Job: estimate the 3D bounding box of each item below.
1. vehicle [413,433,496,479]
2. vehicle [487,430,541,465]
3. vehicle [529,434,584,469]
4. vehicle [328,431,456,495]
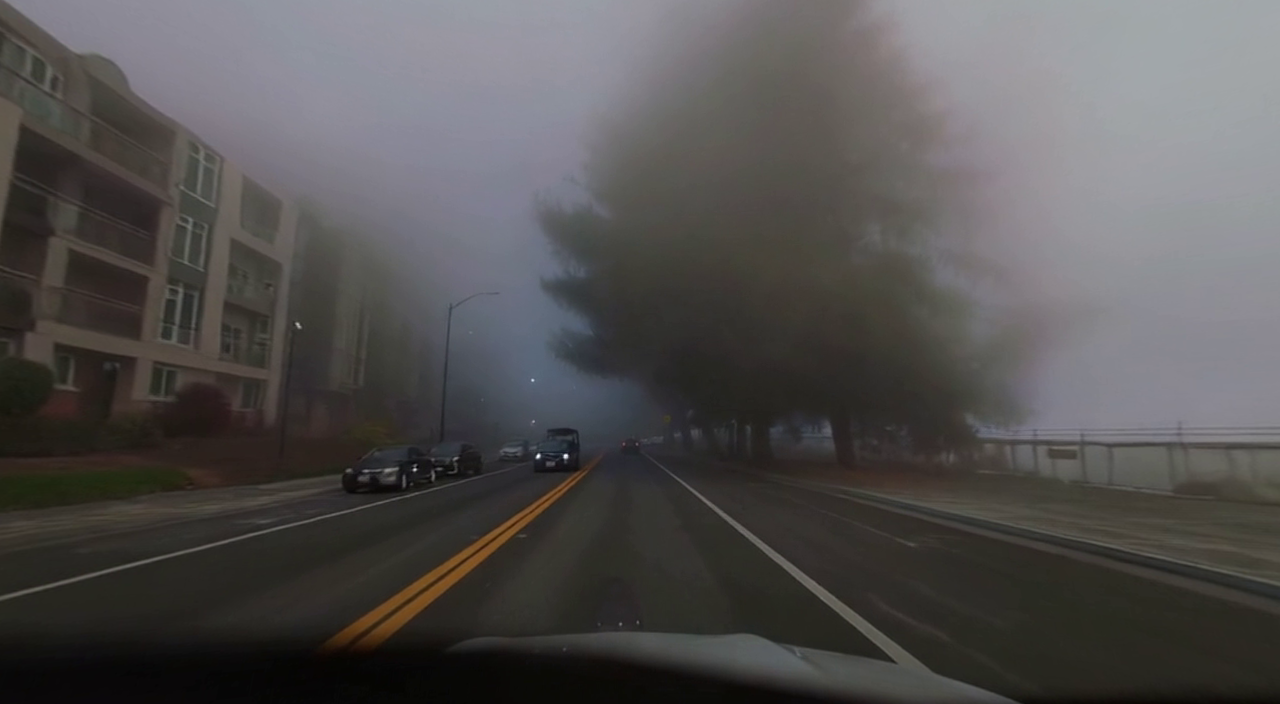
[{"bbox_3d":[-7.129,4.050,24.790,1.878,1.572,4.621,1,-9,0],"label":"vehicle"},{"bbox_3d":[-7.379,5.615,37.426,2.098,1.851,4.817,2,-7,1],"label":"vehicle"},{"bbox_3d":[-4.117,5.006,32.006,2.170,1.631,4.299,0,-9,1],"label":"vehicle"},{"bbox_3d":[-7.106,3.216,18.698,1.913,1.560,4.513,2,-8,0],"label":"vehicle"}]
